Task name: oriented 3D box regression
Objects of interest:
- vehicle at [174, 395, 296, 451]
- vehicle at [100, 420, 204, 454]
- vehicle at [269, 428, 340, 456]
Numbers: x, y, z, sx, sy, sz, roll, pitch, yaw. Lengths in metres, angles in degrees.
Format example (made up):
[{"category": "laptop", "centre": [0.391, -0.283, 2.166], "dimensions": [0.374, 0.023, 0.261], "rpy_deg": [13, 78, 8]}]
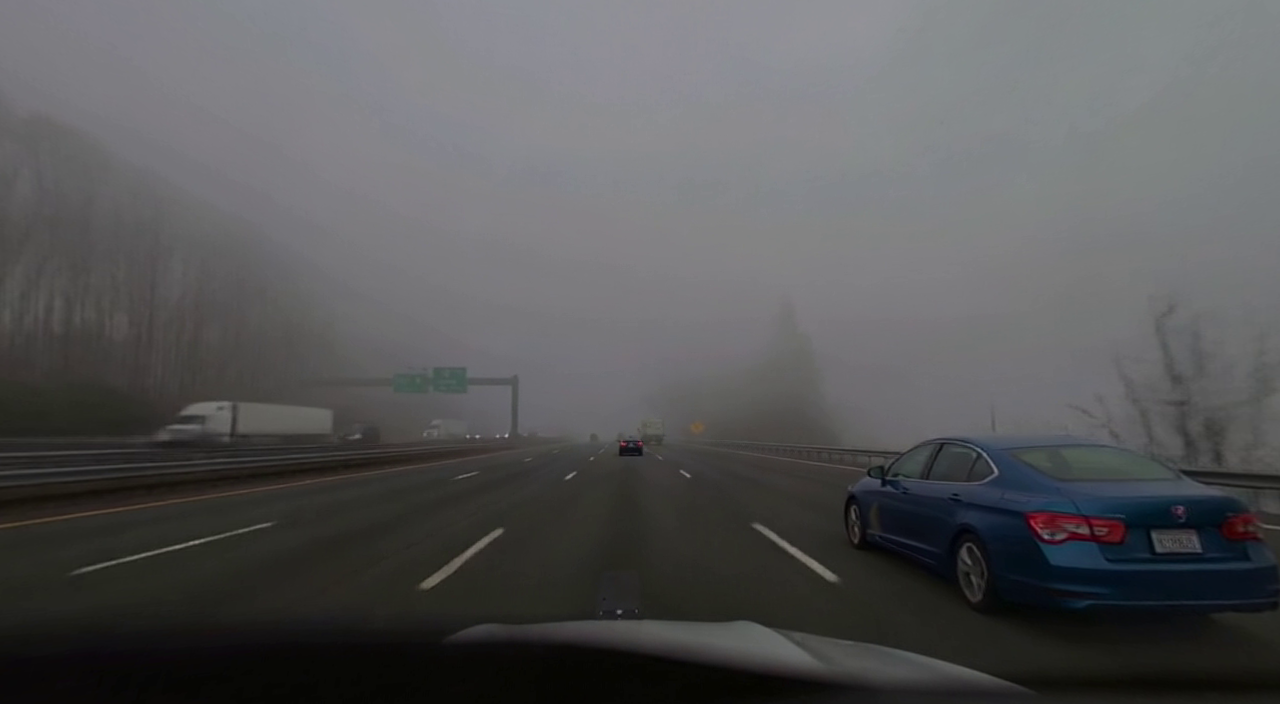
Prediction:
[{"category": "vehicle", "centre": [-30.909, 5.627, 48.754], "dimensions": [2.986, 3.891, 10.108], "rpy_deg": [0, -8, -2]}, {"category": "vehicle", "centre": [-25.923, 4.561, 33.641], "dimensions": [1.904, 1.680, 4.621], "rpy_deg": [0, -8, -1]}, {"category": "vehicle", "centre": [-18.548, 4.993, 34.964], "dimensions": [1.785, 1.452, 4.015], "rpy_deg": [0, -8, -1]}]
